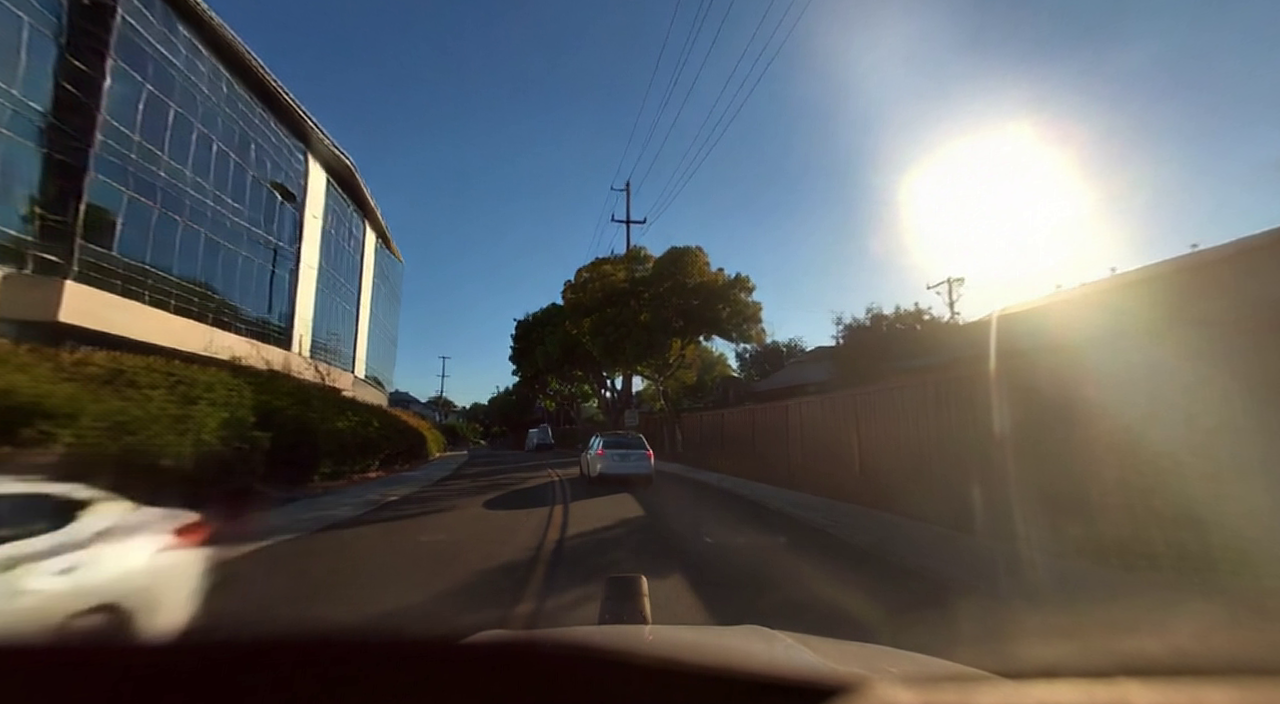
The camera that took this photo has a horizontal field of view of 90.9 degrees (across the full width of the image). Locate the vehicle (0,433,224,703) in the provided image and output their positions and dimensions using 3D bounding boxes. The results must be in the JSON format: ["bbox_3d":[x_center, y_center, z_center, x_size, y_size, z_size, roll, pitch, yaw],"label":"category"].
[{"bbox_3d":[-3.427,0.926,1.595,1.957,1.442,4.180,0,-8,-1],"label":"vehicle"}]

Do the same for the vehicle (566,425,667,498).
[{"bbox_3d":[-0.701,2.534,15.075,2.060,1.487,3.920,1,-8,-7],"label":"vehicle"}]
